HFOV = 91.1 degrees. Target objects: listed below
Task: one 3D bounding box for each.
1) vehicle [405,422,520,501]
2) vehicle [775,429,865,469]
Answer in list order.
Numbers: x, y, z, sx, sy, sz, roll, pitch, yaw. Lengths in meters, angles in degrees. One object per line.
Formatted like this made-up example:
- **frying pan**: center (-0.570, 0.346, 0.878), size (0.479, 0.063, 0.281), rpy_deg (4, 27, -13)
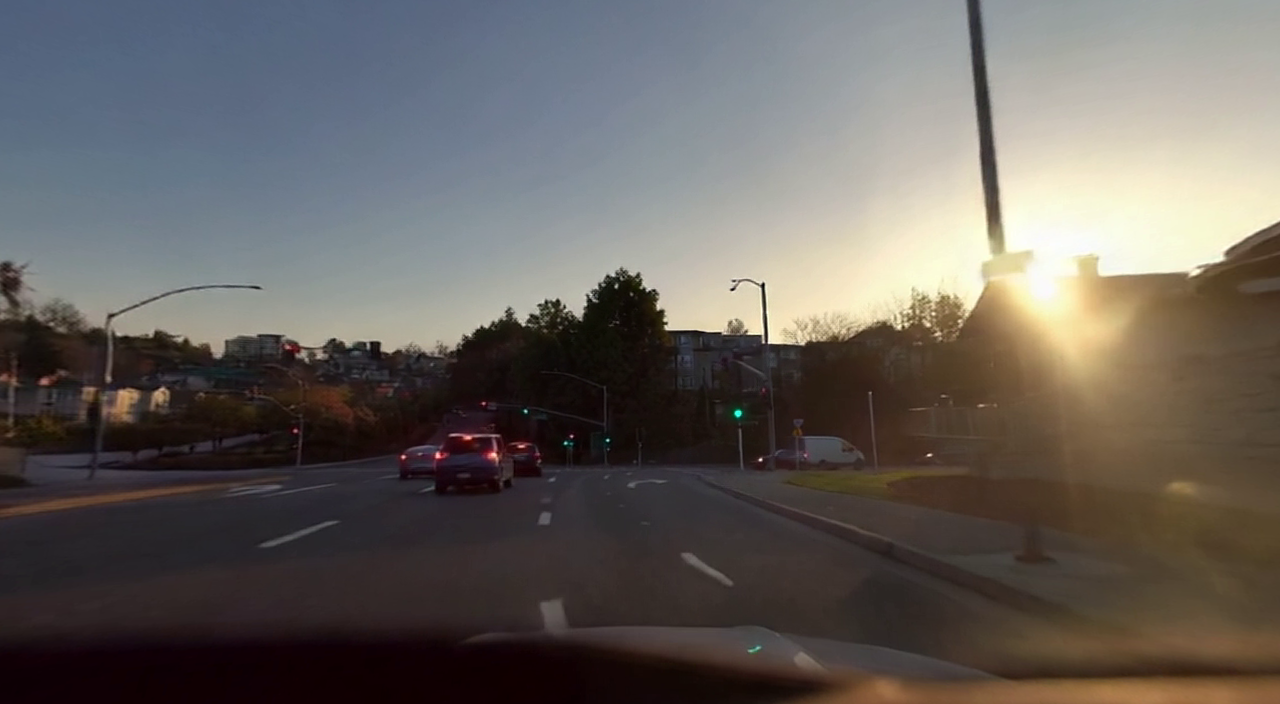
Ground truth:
- **vehicle**: center (-4.603, 2.908, 17.042), size (2.152, 1.822, 4.391), rpy_deg (1, -8, -5)
- **vehicle**: center (13.292, 7.174, 46.341), size (6.269, 2.785, 2.334), rpy_deg (4, -9, -25)
